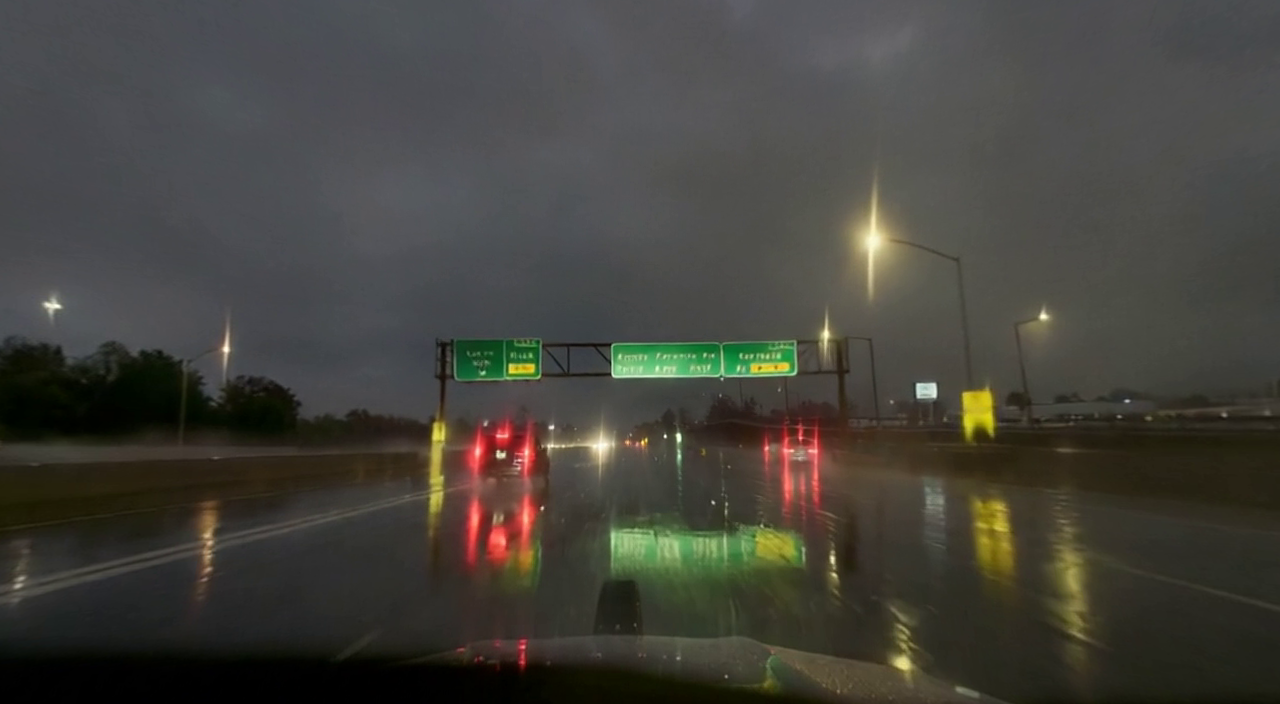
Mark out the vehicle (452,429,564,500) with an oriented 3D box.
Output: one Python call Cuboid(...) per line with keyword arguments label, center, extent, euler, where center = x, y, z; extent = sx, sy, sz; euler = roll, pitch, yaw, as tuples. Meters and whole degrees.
Cuboid(label="vehicle", center=(-3.457, 3.038, 17.537), extent=(2.178, 1.699, 4.321), euler=(0, -8, 0))
